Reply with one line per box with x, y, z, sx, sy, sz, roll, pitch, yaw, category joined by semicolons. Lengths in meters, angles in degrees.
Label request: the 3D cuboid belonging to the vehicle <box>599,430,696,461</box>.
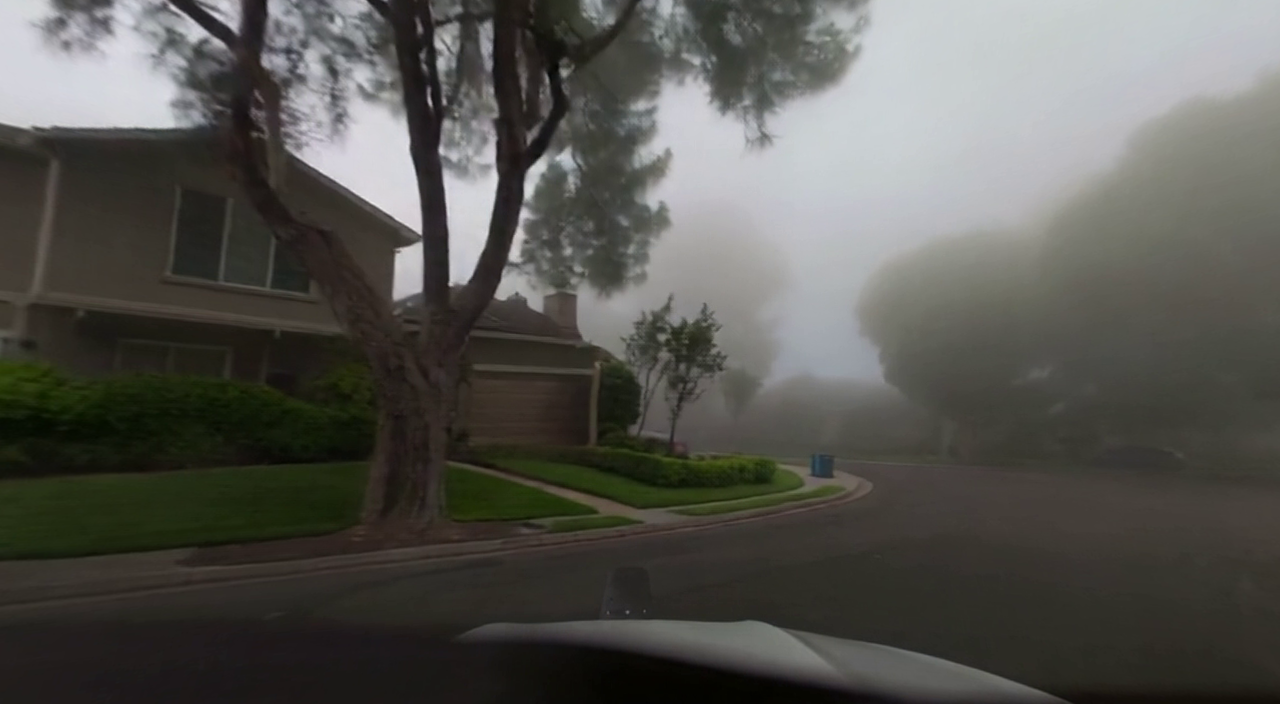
0.442;4.954;33.369;5.089;1.517;1.791;7;-12;-38;vehicle

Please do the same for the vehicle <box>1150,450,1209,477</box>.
37.927;7.816;44.248;4.560;1.749;2.058;6;-12;-38;vehicle

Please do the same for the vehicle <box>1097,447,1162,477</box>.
31.027;6.963;39.906;4.700;1.752;2.180;7;-13;-41;vehicle
